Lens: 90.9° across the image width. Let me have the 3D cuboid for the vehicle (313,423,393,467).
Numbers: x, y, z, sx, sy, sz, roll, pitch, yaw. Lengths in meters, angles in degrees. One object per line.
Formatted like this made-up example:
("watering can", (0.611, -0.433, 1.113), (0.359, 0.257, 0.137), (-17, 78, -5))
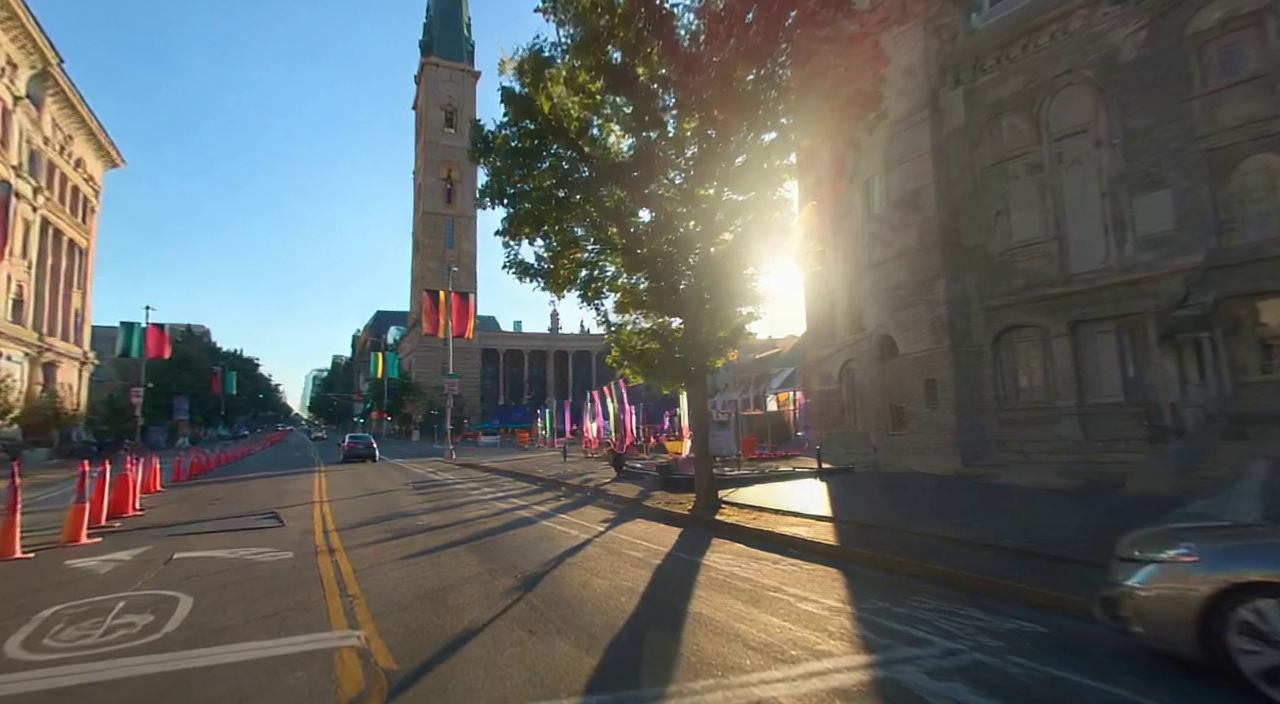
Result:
("vehicle", (-10.926, 3.532, 23.800), (2.216, 1.492, 4.725), (5, -10, -29))
